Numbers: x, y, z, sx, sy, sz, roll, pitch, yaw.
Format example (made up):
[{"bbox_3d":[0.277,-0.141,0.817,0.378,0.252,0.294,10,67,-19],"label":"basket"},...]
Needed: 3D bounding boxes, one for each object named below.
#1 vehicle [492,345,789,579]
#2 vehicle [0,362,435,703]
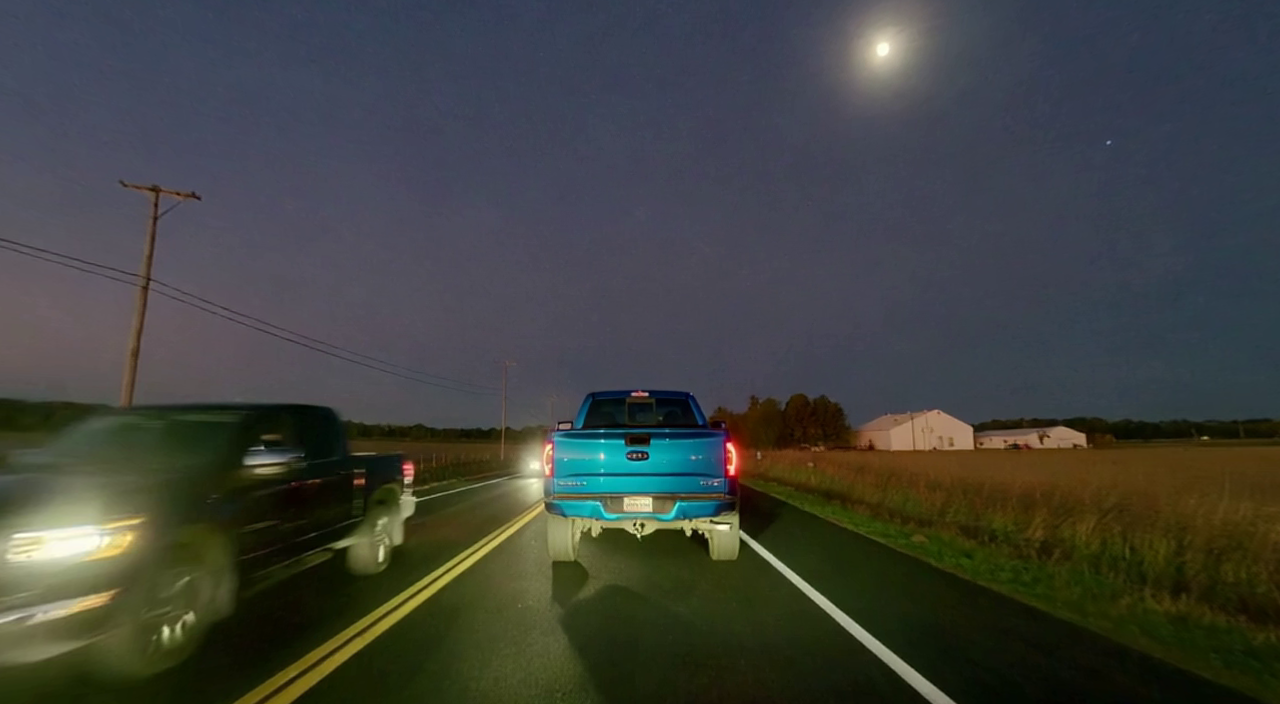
[{"bbox_3d":[-0.073,1.615,9.981,2.912,2.320,7.292,0,-8,-1],"label":"vehicle"},{"bbox_3d":[-3.726,1.269,5.477,2.278,1.745,4.766,0,-8,0],"label":"vehicle"}]
